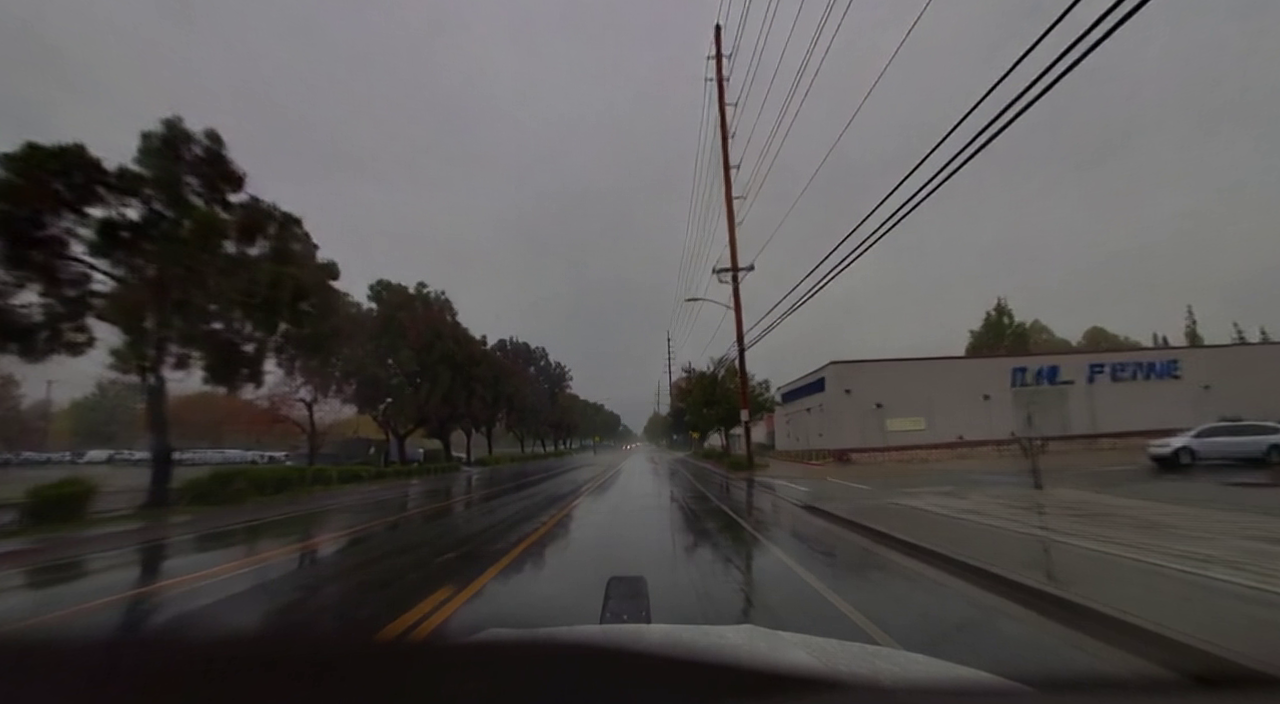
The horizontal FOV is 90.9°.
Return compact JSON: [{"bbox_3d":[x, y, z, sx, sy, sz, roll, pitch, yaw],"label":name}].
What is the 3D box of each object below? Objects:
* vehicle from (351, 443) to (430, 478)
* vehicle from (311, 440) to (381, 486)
[{"bbox_3d":[-14.024,6.085,35.798,1.949,1.735,5.568,-2,-8,4],"label":"vehicle"},{"bbox_3d":[-16.504,6.214,35.604,1.972,1.891,3.936,-1,0,2],"label":"vehicle"}]
